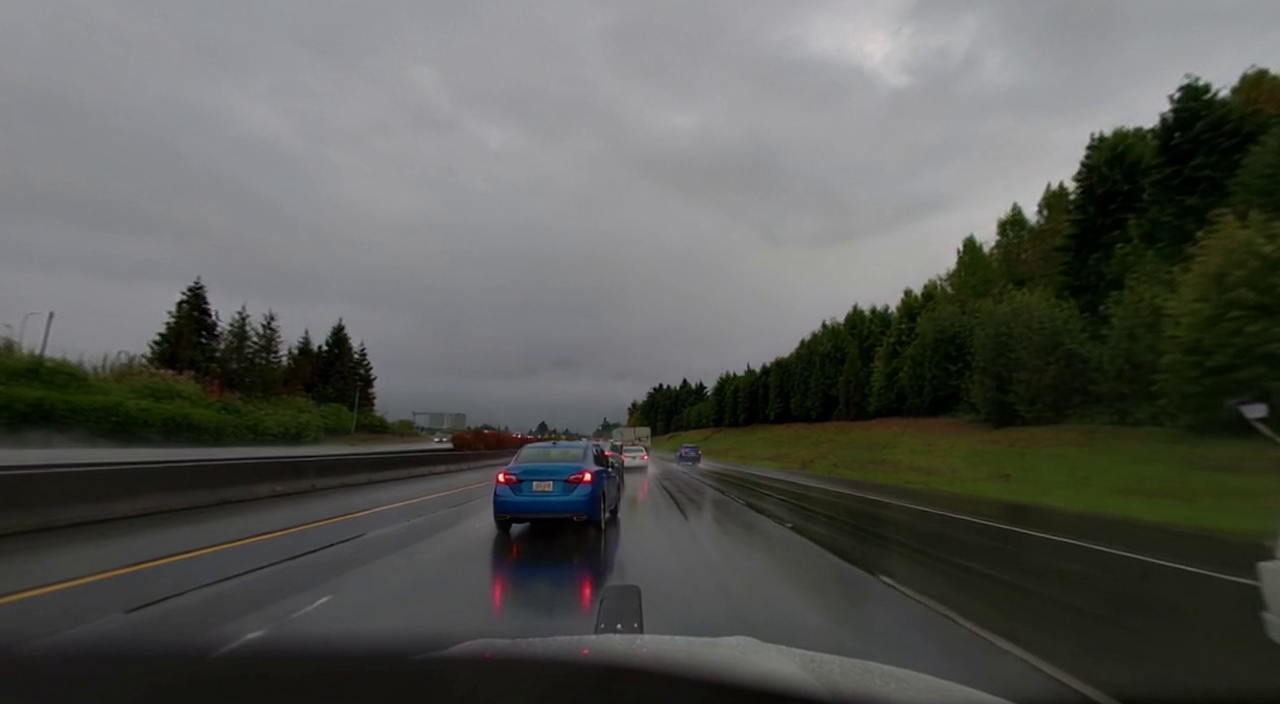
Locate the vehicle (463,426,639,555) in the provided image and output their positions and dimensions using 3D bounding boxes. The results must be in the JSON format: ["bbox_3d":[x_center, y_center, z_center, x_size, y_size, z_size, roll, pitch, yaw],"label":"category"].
[{"bbox_3d":[-1.118,2.025,9.792,2.038,1.582,3.729,-1,-9,2],"label":"vehicle"}]

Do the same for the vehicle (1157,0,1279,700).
[{"bbox_3d":[4.909,-0.628,0.886,2.982,4.187,6.008,0,-9,1],"label":"vehicle"}]
